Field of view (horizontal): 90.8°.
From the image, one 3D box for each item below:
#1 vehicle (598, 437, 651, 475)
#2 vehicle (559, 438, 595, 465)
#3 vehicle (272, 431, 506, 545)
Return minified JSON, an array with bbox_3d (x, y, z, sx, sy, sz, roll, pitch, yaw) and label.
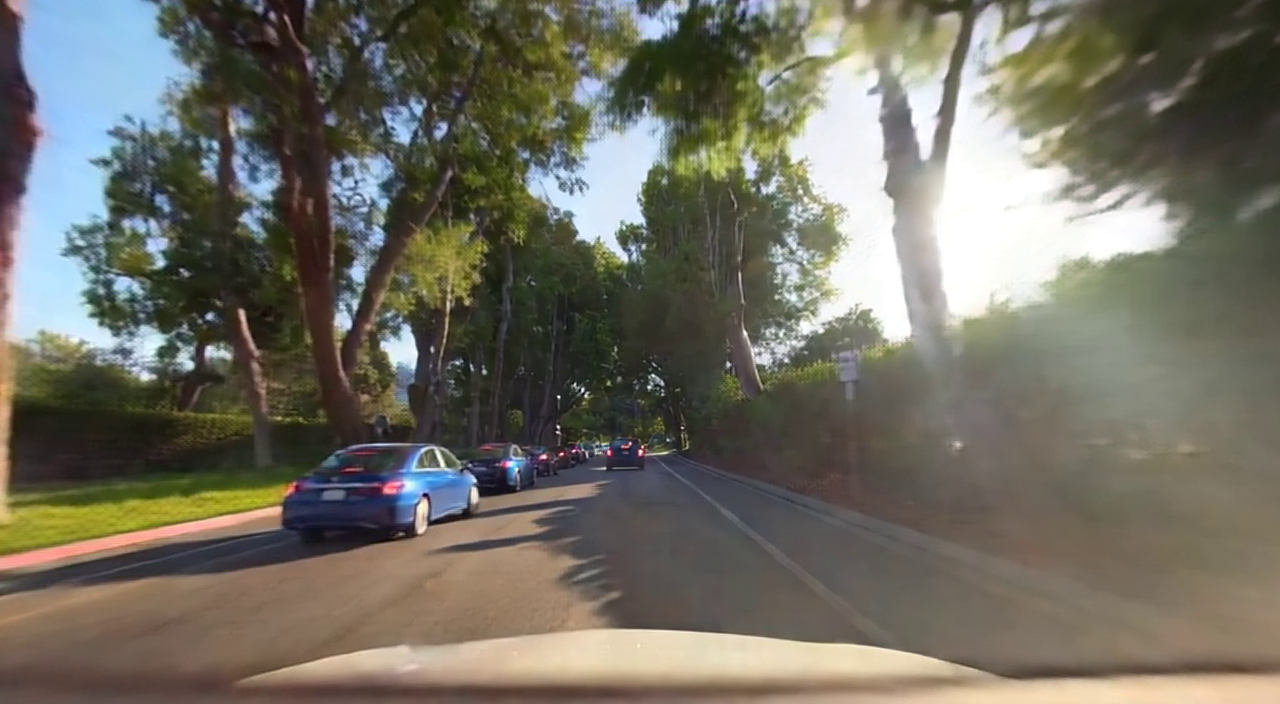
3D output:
[{"bbox_3d":[-0.667,4.536,27.659,2.127,1.517,4.090,0,-8,-1],"label":"vehicle"},{"bbox_3d":[-4.122,6.579,41.954,1.983,1.697,4.285,0,-8,0],"label":"vehicle"},{"bbox_3d":[-3.712,2.083,10.380,2.030,1.452,4.312,0,-8,0],"label":"vehicle"}]
